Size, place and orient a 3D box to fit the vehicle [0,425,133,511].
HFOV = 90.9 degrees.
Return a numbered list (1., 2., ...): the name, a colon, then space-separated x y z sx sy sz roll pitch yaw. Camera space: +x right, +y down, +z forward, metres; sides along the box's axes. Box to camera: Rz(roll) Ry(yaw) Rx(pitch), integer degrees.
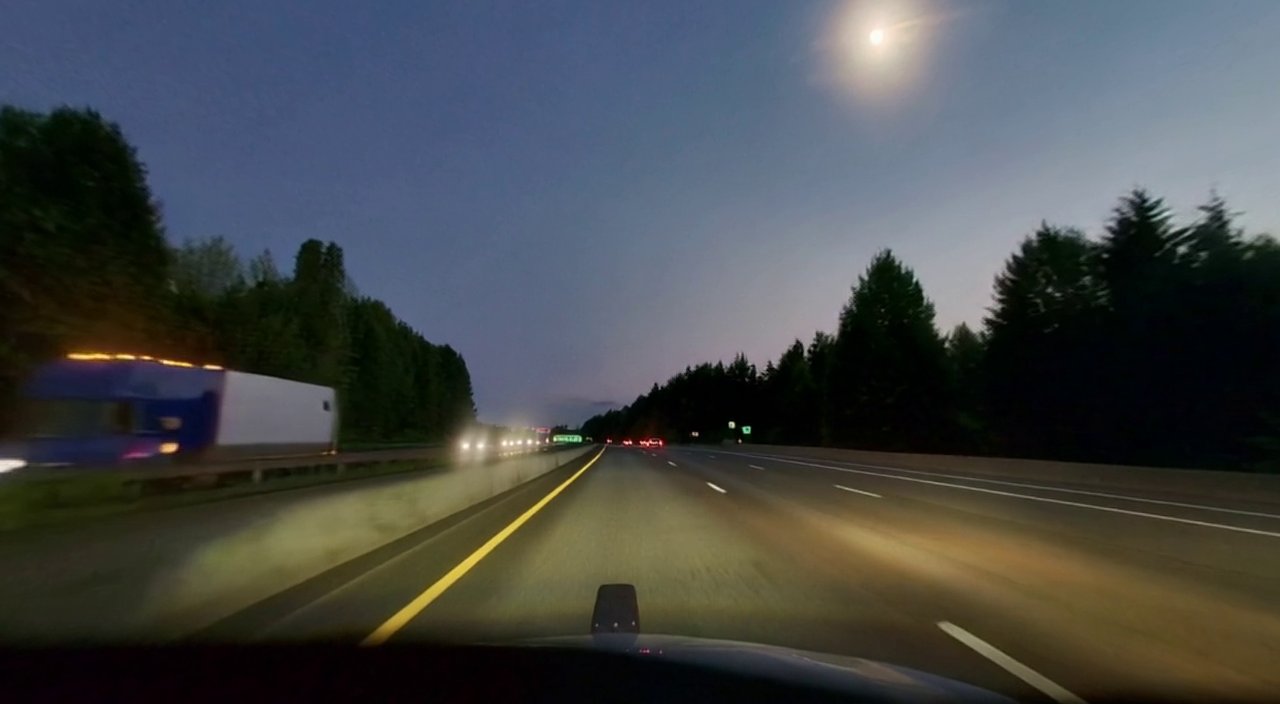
1. vehicle: -12.576 2.282 12.682 1.781 1.557 3.545 0 -8 -1
